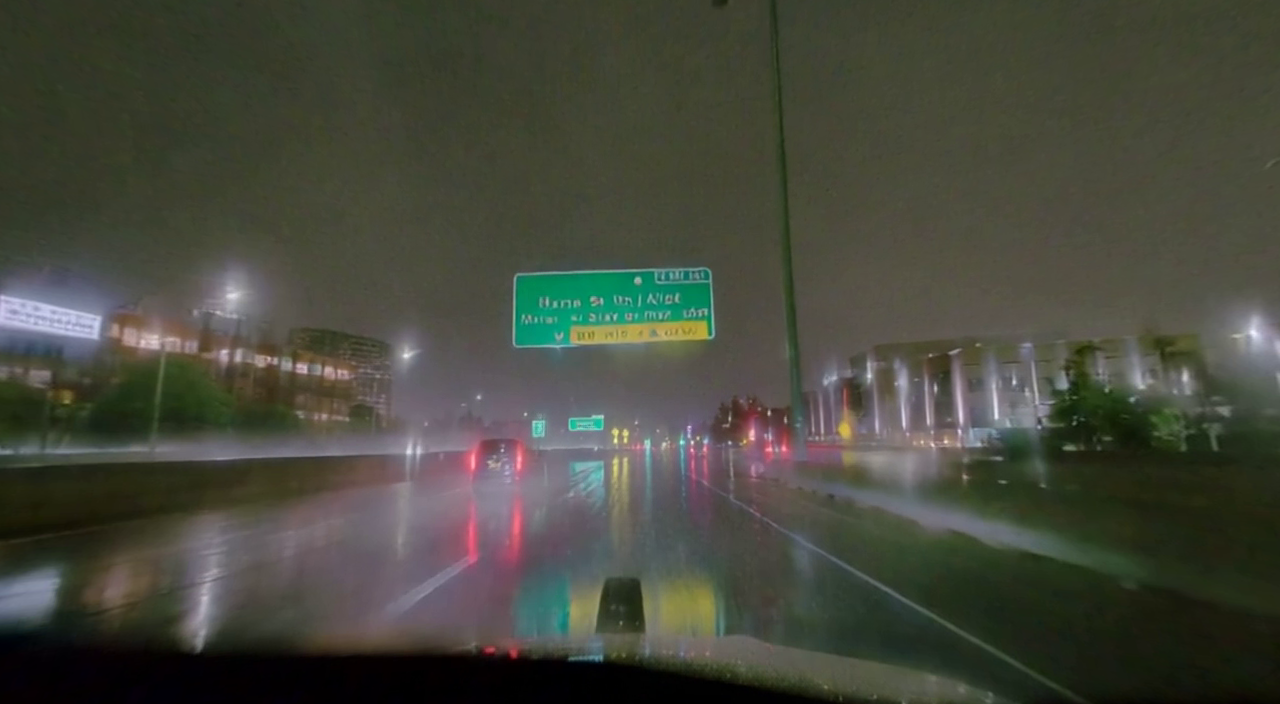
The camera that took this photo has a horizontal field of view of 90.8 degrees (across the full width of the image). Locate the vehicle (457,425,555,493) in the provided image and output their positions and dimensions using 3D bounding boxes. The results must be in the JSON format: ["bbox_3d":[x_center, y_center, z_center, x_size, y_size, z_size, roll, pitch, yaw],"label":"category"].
[{"bbox_3d":[-3.882,3.177,19.107,2.047,1.786,4.217,0,-8,0],"label":"vehicle"}]
